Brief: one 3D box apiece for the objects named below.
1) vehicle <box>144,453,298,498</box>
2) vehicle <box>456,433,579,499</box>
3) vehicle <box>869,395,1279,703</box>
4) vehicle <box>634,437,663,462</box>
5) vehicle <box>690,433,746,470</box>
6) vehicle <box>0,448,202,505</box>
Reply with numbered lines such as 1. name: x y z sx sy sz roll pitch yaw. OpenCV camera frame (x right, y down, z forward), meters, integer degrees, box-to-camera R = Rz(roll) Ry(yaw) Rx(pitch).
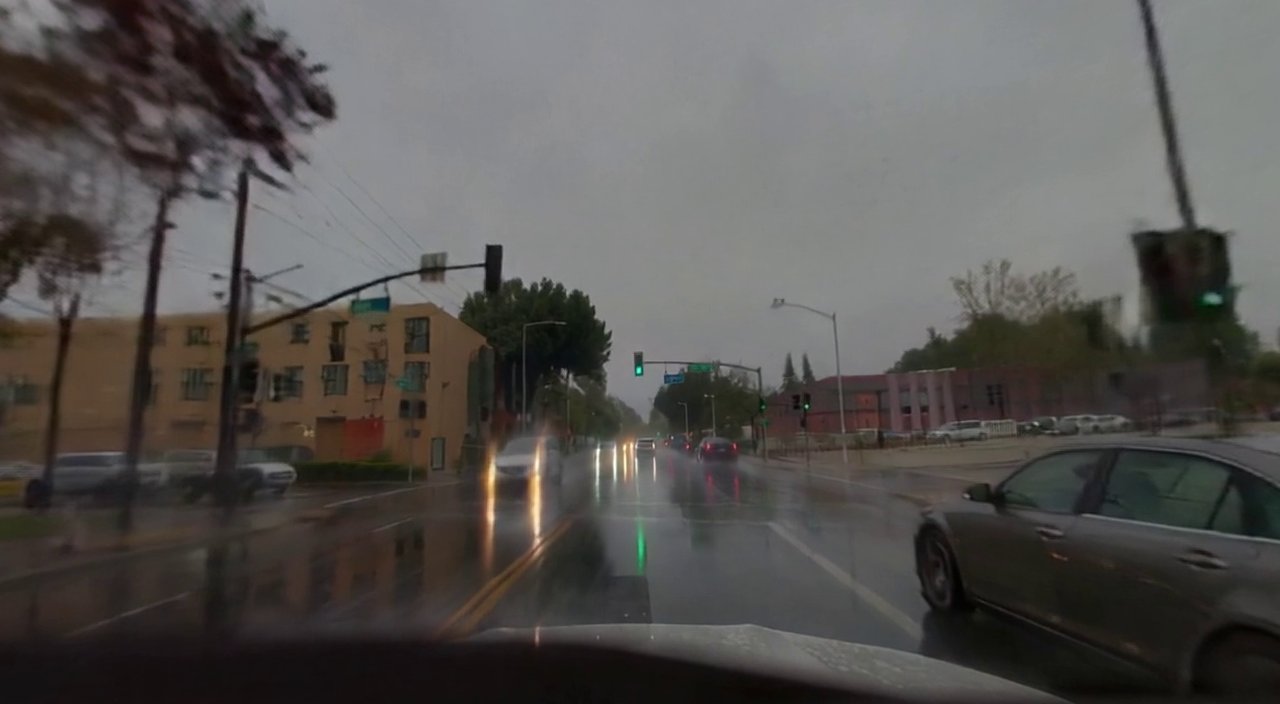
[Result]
1. vehicle: -15.953 4.680 24.135 4.540 1.546 2.157 -1 -9 8
2. vehicle: -3.427 3.334 18.894 2.519 1.689 5.200 0 -9 1
3. vehicle: 3.270 1.117 3.680 2.072 1.471 4.834 0 -9 0
4. vehicle: 0.608 7.422 48.190 2.118 1.813 4.326 0 -9 0
5. vehicle: 3.622 4.726 30.044 2.035 1.564 4.719 0 -9 0
6. vehicle: -18.188 4.146 21.240 5.361 1.767 2.179 -1 -9 5
